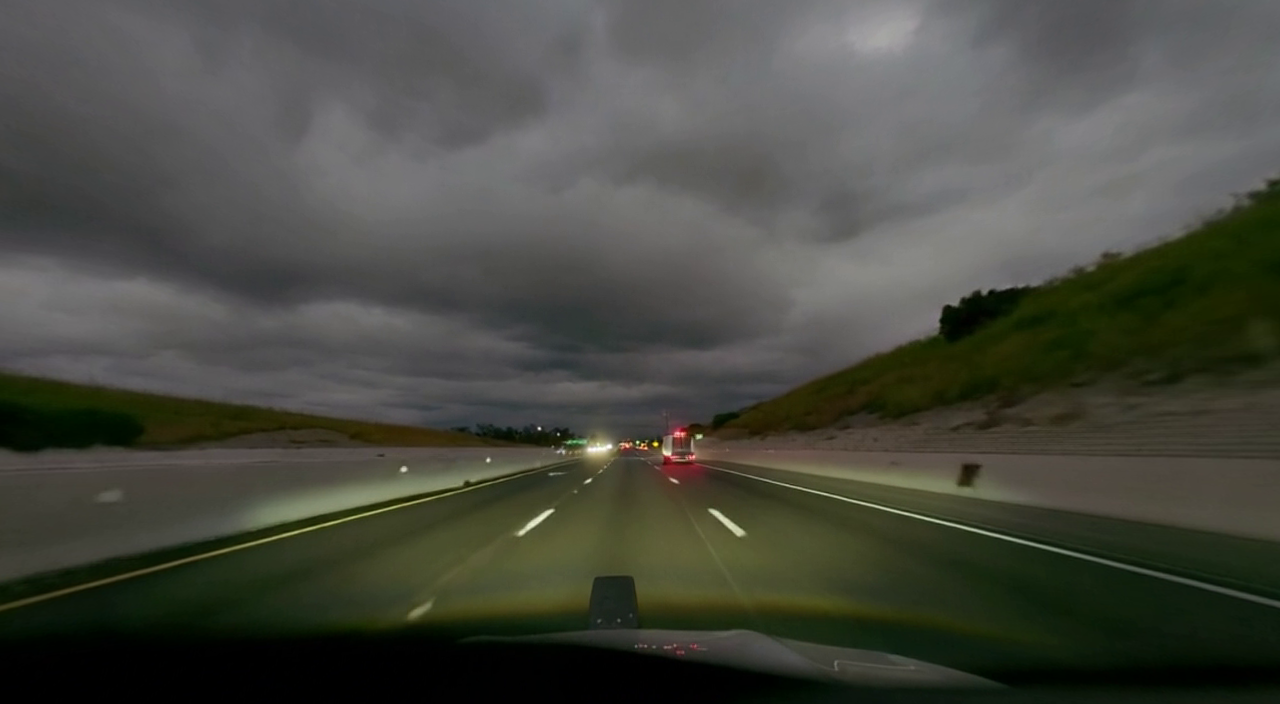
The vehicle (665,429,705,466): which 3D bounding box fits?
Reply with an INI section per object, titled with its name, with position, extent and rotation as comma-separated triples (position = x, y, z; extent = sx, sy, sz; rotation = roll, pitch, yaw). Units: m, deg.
[vehicle]
position = 3.364, 7.337, 48.323
extent = 2.527, 2.682, 4.082
rotation = 0, -9, -3
